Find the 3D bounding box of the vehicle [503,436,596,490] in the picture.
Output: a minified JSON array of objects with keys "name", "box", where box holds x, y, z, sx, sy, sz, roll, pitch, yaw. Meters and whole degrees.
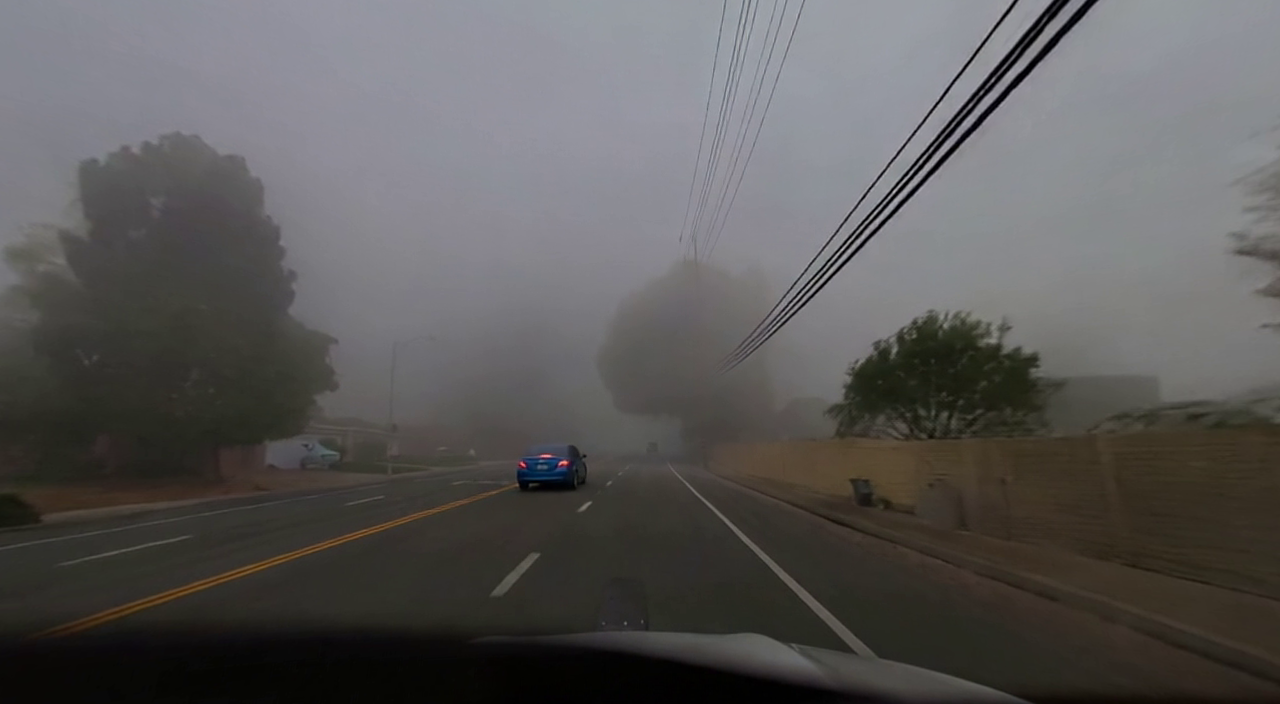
[{"name":"vehicle","box":[-2.738,3.512,20.350,2.085,1.512,5.023,-1,-8,2]}]
